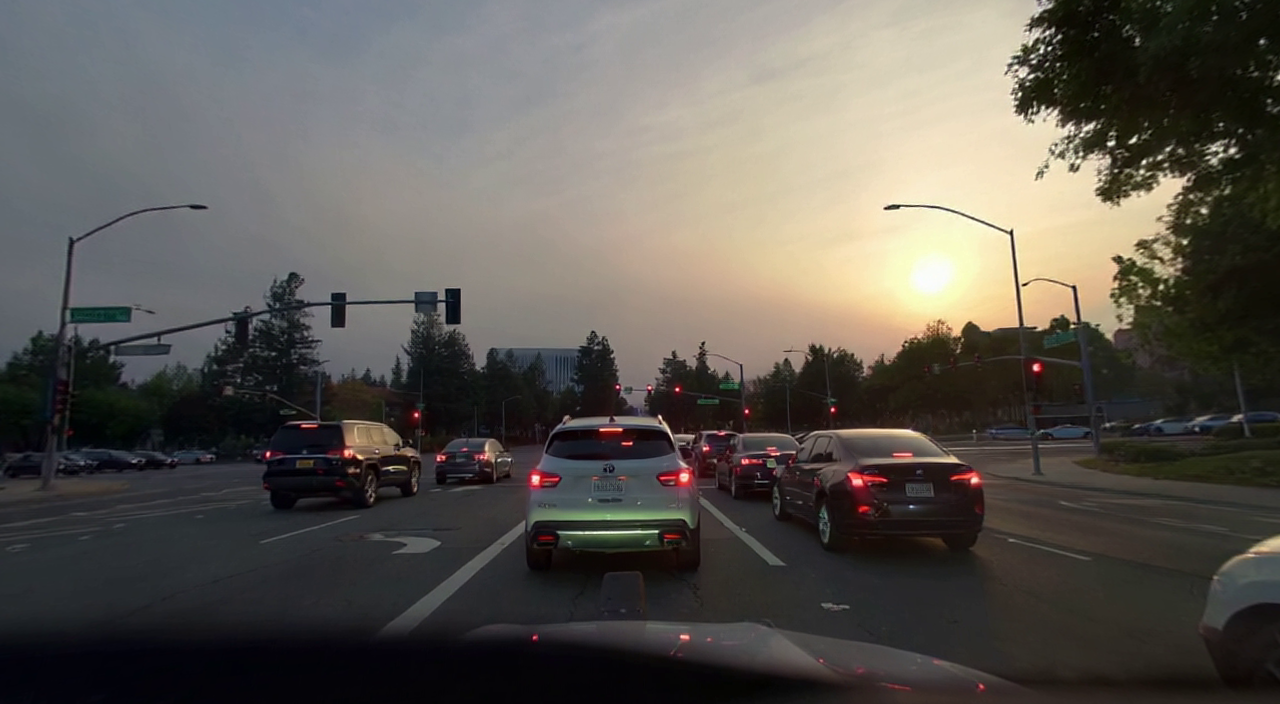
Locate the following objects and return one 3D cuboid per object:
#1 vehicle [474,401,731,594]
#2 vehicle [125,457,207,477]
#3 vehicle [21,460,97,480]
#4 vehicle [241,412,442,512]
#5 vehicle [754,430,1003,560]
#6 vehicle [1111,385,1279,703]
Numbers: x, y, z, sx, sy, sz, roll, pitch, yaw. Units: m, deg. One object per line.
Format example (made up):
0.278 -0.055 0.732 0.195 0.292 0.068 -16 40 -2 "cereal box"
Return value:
-0.321 1.585 7.642 2.256 1.694 4.055 0 -8 0 "vehicle"
-37.338 9.052 49.472 4.914 1.487 1.850 0 -8 0 "vehicle"
-45.672 9.269 49.396 4.232 1.498 1.791 0 -8 1 "vehicle"
-6.721 2.556 15.015 2.214 1.953 5.017 0 -8 1 "vehicle"
3.154 1.977 9.500 1.971 1.473 4.495 0 -8 0 "vehicle"
3.309 0.672 0.840 1.980 1.515 4.362 0 -8 1 "vehicle"
